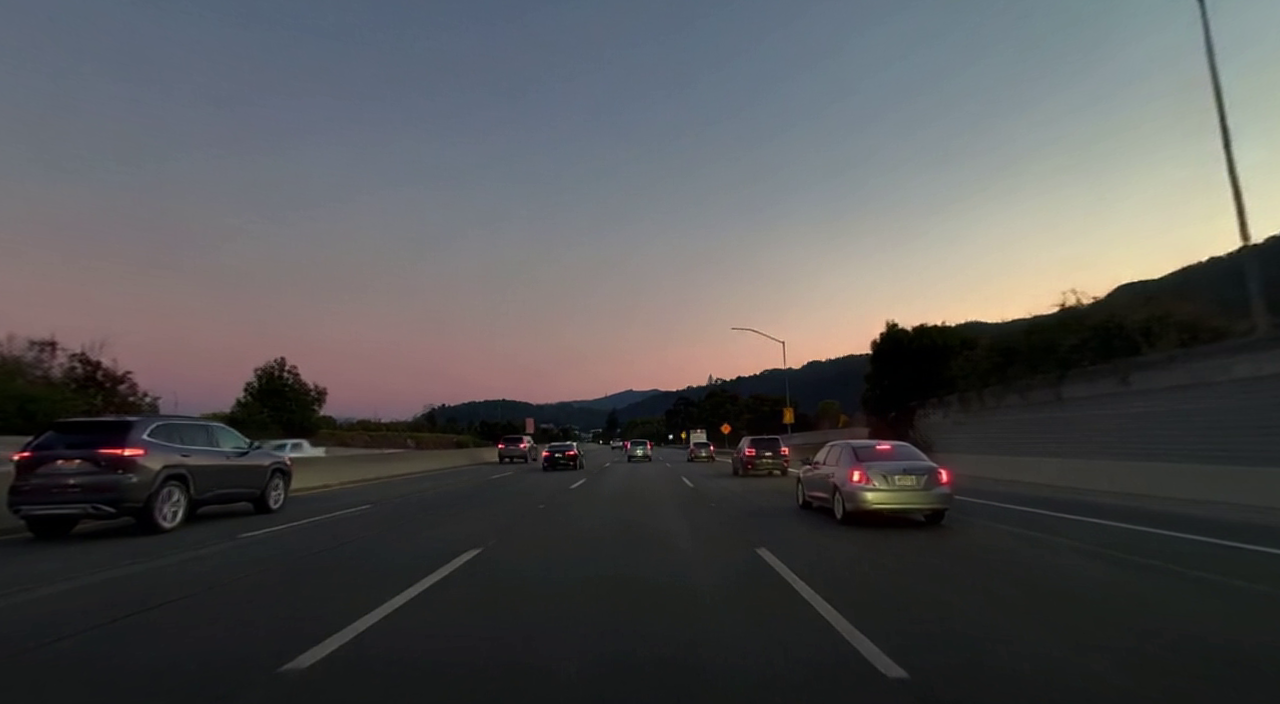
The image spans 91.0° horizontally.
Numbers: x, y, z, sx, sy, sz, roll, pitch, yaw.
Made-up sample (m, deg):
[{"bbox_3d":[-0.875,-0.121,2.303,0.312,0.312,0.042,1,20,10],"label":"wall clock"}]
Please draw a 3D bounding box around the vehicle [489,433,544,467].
[{"bbox_3d":[-6.887,5.522,35.563,2.111,1.811,4.391,0,-9,1],"label":"vehicle"}]

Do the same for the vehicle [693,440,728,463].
[{"bbox_3d":[4.847,6.917,43.818,1.944,1.465,4.245,0,-9,0],"label":"vehicle"}]

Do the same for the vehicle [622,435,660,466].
[{"bbox_3d":[0.037,5.872,37.638,2.158,1.706,4.219,0,-9,-1],"label":"vehicle"}]

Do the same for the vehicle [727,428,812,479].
[{"bbox_3d":[4.876,3.908,24.372,2.335,1.759,4.297,0,-9,0],"label":"vehicle"}]

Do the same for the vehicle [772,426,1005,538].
[{"bbox_3d":[3.841,2.109,10.841,2.141,1.507,4.510,0,-9,0],"label":"vehicle"}]

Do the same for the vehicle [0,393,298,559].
[{"bbox_3d":[-7.484,1.740,9.414,2.142,1.849,4.566,0,-9,0],"label":"vehicle"}]

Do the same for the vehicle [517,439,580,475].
[{"bbox_3d":[-3.944,4.613,27.876,2.071,1.478,4.130,0,-9,1],"label":"vehicle"}]
